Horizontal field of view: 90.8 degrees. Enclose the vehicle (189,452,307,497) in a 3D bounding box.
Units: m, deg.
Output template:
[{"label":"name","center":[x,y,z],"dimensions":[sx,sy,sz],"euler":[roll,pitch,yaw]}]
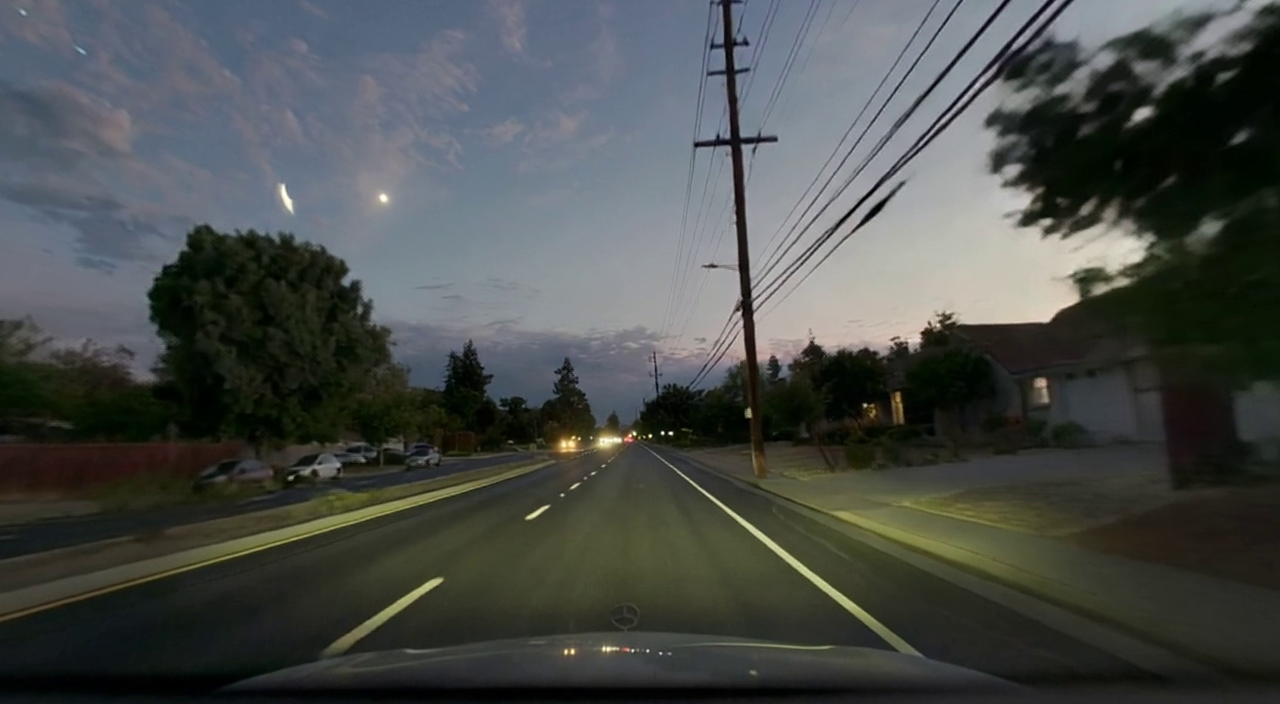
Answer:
[{"label":"vehicle","center":[-15.911,4.953,25.992],"dimensions":[2.031,1.482,4.476],"euler":[-4,-8,0]}]
